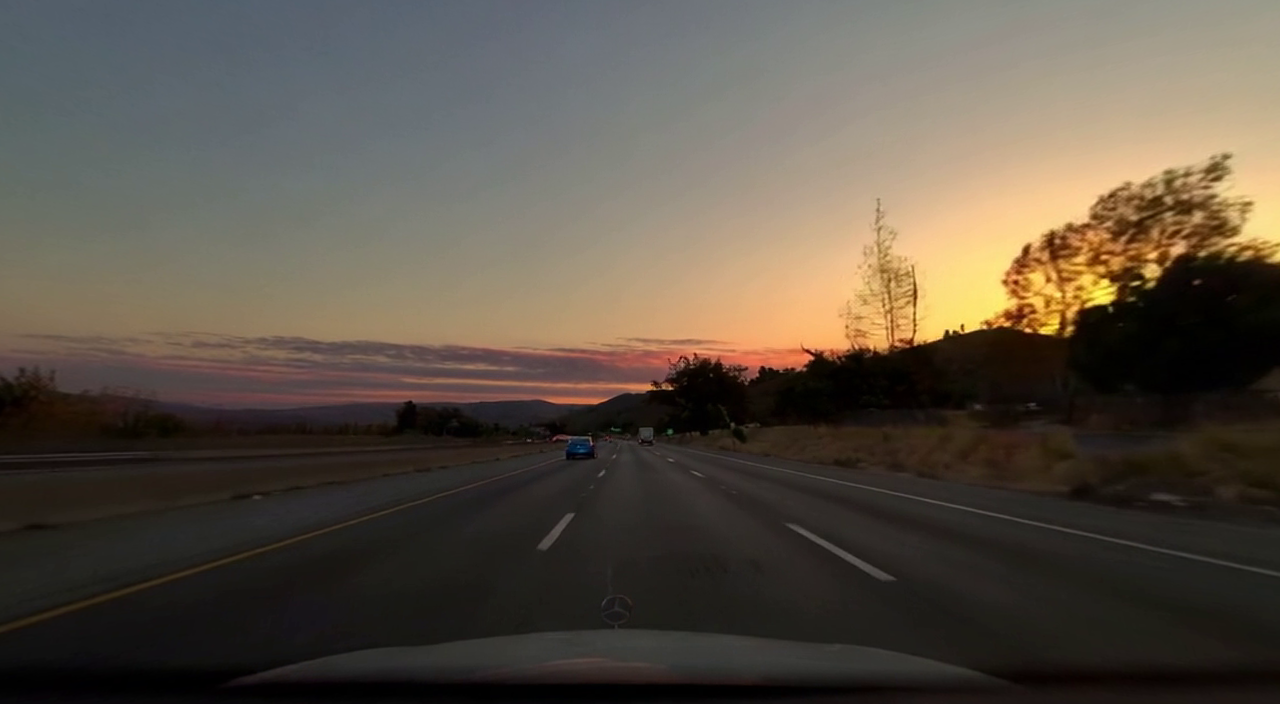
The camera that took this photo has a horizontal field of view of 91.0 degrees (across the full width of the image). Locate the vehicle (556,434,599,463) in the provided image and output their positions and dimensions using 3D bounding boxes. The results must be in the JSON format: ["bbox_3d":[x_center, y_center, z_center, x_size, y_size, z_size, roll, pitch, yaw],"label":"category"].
[{"bbox_3d":[-3.697,5.773,37.819,2.206,1.604,4.374,0,-8,-1],"label":"vehicle"}]
